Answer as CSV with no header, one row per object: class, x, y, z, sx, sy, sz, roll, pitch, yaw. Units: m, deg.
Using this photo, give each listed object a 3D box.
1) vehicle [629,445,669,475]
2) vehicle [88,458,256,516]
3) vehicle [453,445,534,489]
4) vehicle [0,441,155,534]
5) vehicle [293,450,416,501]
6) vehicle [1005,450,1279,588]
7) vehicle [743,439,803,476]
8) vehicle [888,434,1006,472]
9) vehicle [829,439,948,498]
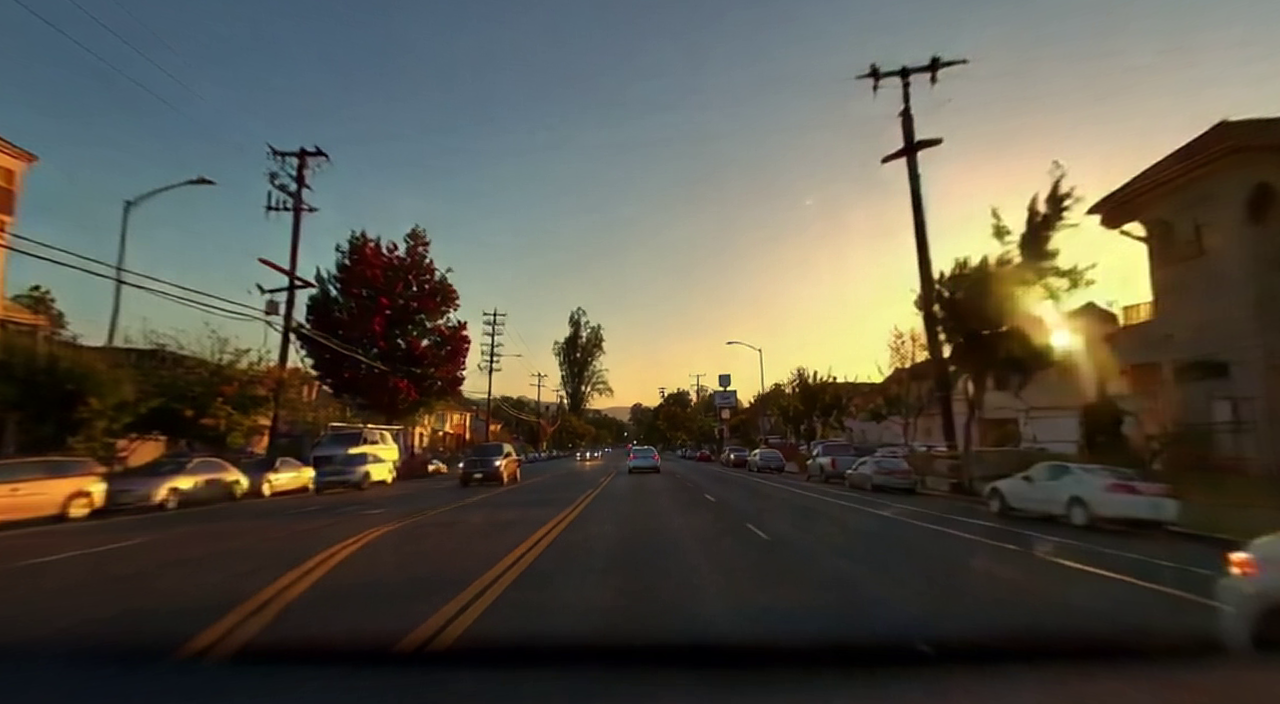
vehicle,0.477,6.038,35.513,2.067,1.547,4.513,0,-8,0
vehicle,-14.111,4.044,19.457,1.795,1.462,4.466,0,-8,-1
vehicle,-5.958,4.711,26.349,2.213,1.626,4.736,0,-8,1
vehicle,-14.074,2.918,13.693,2.367,1.849,5.874,-2,-8,2
vehicle,-9.605,4.160,21.753,2.060,1.507,4.532,0,-8,1
vehicle,7.661,2.172,9.195,1.874,1.437,4.593,0,-8,-1
vehicle,7.833,6.263,37.848,2.370,2.022,5.918,0,-8,1
vehicle,15.397,5.088,31.912,4.698,1.815,2.342,0,-8,1
vehicle,8.044,3.782,21.013,2.003,1.723,4.654,0,-8,0
